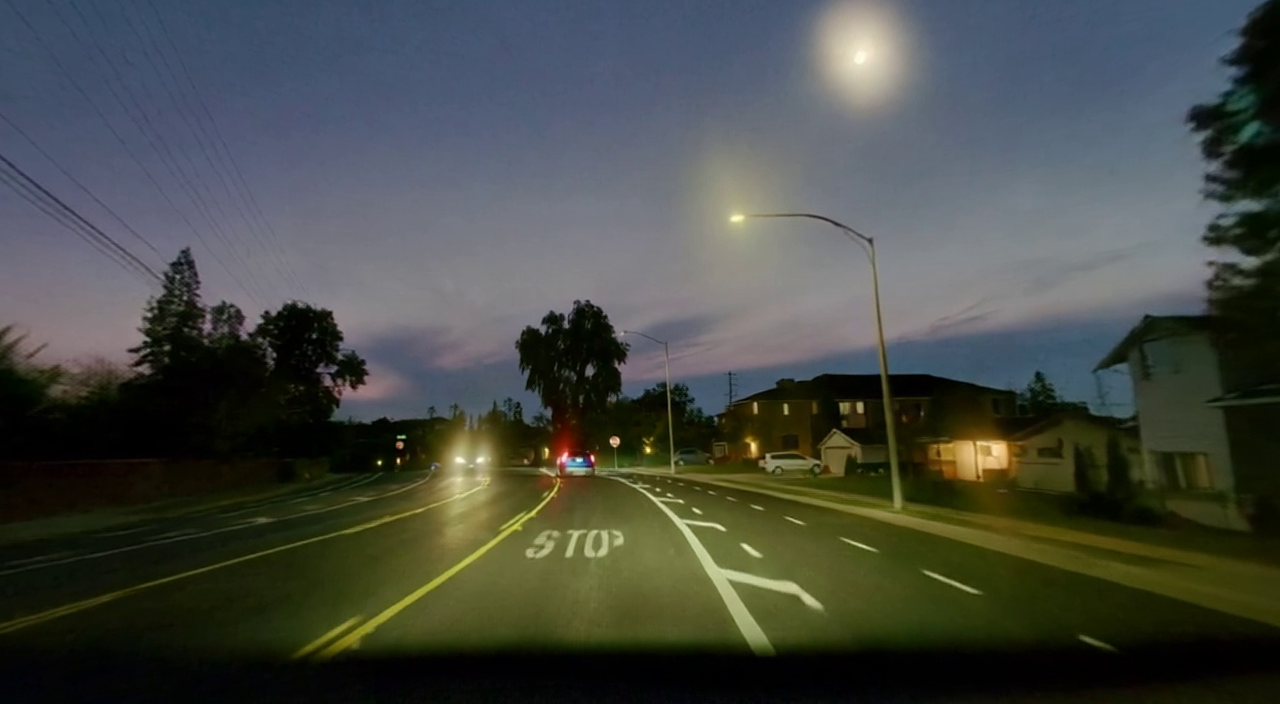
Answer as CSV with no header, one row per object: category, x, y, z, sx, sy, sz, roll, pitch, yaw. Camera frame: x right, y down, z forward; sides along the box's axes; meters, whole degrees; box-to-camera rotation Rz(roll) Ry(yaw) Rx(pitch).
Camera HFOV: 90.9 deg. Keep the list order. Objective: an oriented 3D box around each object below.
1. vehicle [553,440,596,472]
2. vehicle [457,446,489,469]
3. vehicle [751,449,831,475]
vehicle,-4.334,6.708,41.066,2.284,1.741,4.702,4,-8,-11
vehicle,-11.691,7.392,44.407,2.003,1.483,4.545,2,-8,-13
vehicle,9.370,6.795,39.220,4.383,1.508,1.884,1,-8,-10
